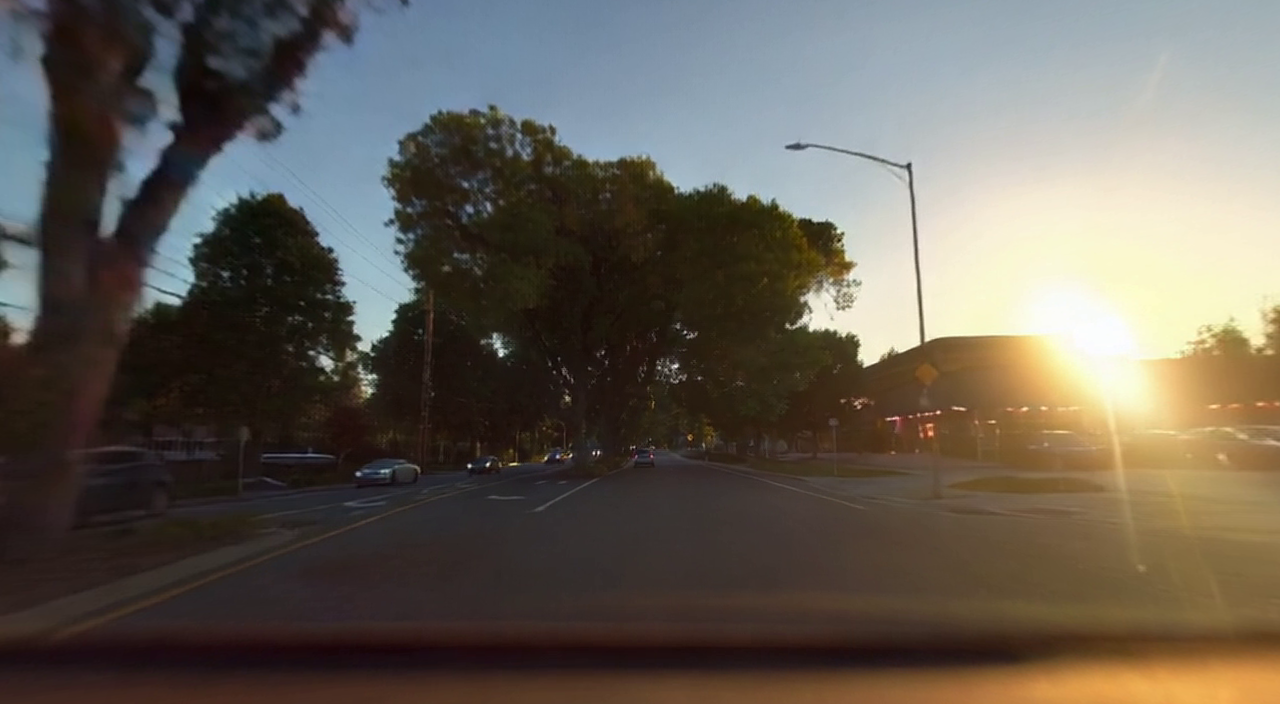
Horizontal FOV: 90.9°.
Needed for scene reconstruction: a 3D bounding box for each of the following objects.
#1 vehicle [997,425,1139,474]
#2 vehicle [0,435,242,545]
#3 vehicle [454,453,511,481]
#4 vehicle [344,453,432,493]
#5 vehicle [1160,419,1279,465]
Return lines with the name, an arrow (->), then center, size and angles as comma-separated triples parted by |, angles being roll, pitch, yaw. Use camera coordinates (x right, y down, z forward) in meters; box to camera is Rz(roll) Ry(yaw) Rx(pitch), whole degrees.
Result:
vehicle -> 17.107, 3.975, 25.599 | 2.021, 1.753, 4.941 | -1, -9, -3
vehicle -> -10.737, 2.666, 12.923 | 2.000, 1.817, 4.624 | 0, -8, 1
vehicle -> -9.648, 7.077, 39.072 | 2.084, 1.517, 5.096 | -1, -8, 2
vehicle -> -10.787, 5.190, 27.328 | 1.873, 1.516, 4.339 | -1, -8, 2
vehicle -> 24.457, 3.767, 26.017 | 1.996, 1.723, 4.576 | 0, -10, -1
